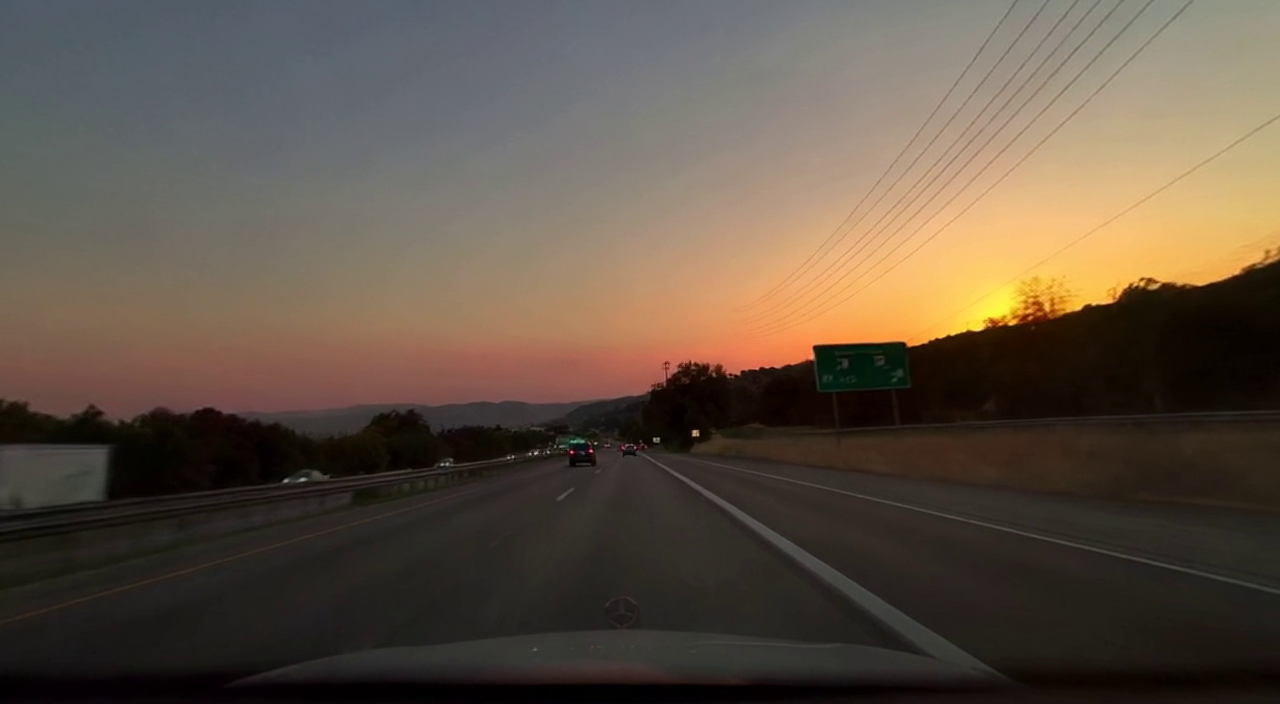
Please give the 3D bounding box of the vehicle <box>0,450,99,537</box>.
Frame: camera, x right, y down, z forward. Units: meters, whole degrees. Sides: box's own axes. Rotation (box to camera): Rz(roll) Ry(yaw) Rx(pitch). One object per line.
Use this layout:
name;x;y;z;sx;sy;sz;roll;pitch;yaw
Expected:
vehicle;-29.013;6.325;28.636;2.914;3.668;6.632;0;-8;0
